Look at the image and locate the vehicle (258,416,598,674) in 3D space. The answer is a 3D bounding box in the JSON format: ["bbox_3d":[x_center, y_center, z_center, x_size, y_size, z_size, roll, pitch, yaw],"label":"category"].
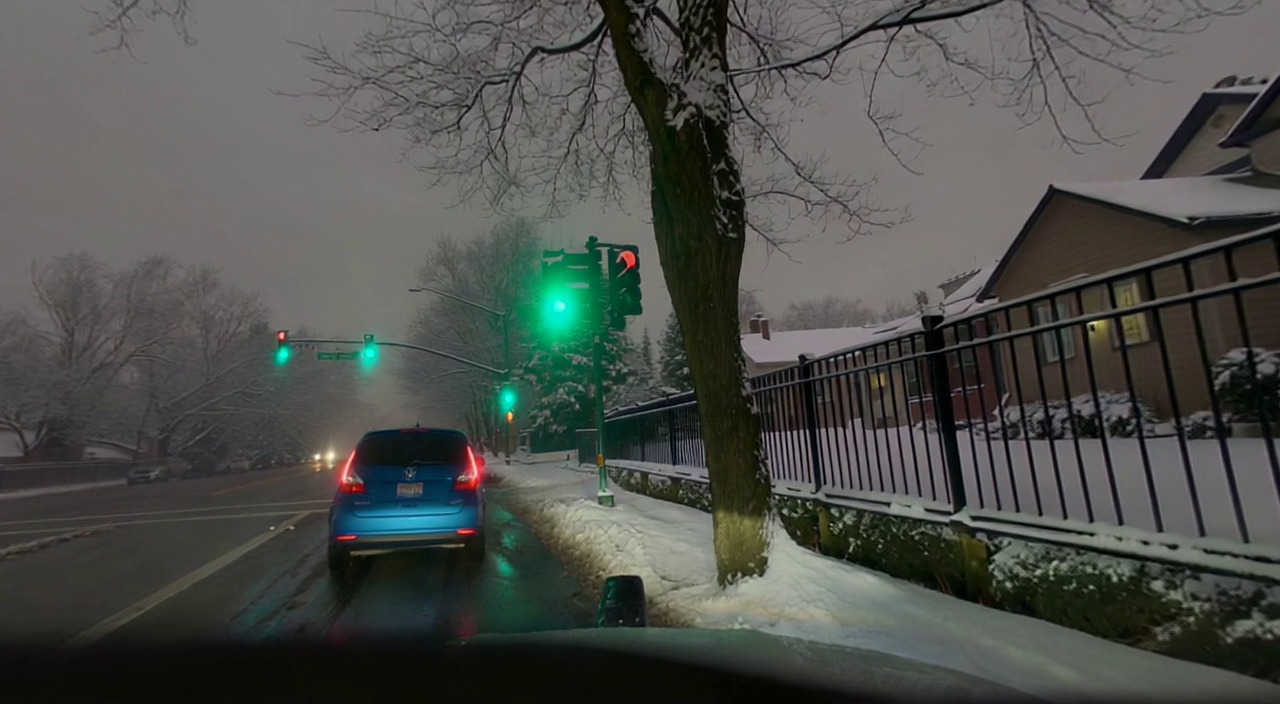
[{"bbox_3d":[-1.813,1.442,5.848,2.024,1.502,3.702,2,-9,-17],"label":"vehicle"}]

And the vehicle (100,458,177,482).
[{"bbox_3d":[-37.240,8.736,47.011,3.959,1.680,1.785,2,-9,-11],"label":"vehicle"}]
